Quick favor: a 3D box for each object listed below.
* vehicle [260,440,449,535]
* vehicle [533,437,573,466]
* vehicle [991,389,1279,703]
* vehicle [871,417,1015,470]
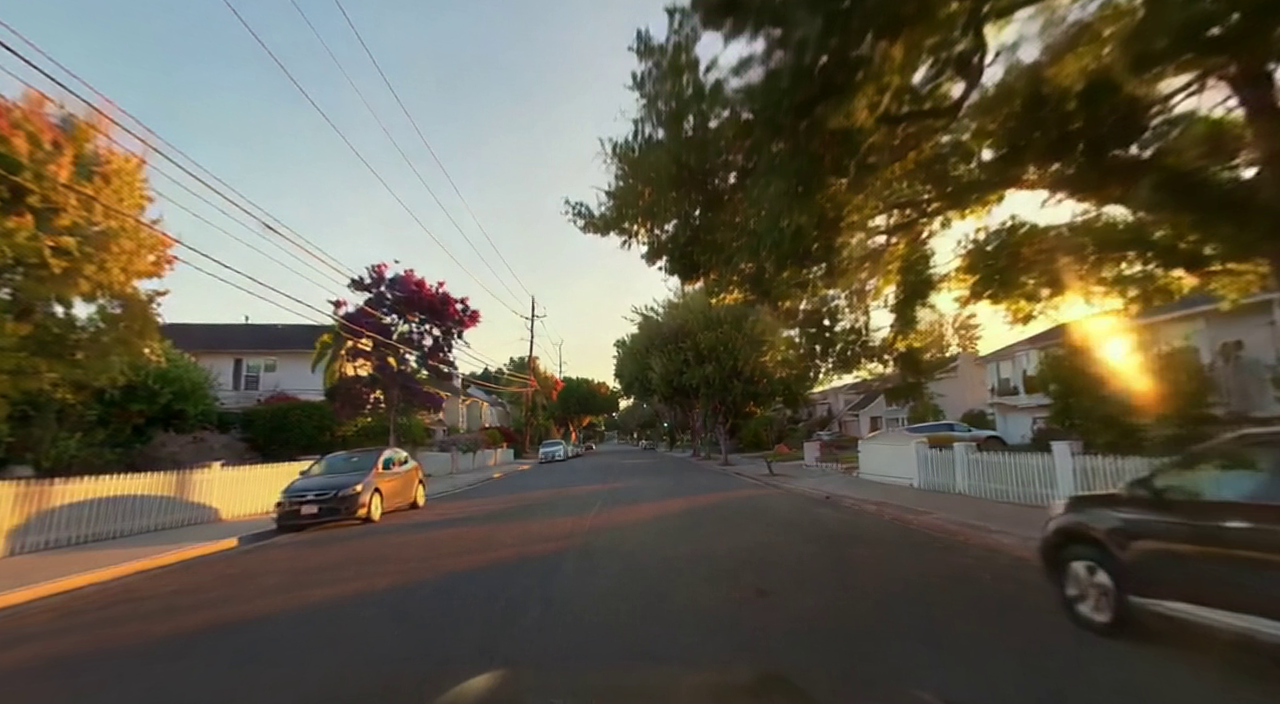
[{"bbox_3d":[-6.034,2.857,14.214,1.954,1.551,5.128,-3,-7,-1],"label":"vehicle"},{"bbox_3d":[-6.471,7.450,47.519,2.240,1.940,5.429,-2,-9,-1],"label":"vehicle"},{"bbox_3d":[4.045,1.004,3.276,2.020,1.558,3.925,1,-8,-3],"label":"vehicle"},{"bbox_3d":[11.077,3.432,23.444,4.293,1.657,1.961,-4,-10,9],"label":"vehicle"}]
